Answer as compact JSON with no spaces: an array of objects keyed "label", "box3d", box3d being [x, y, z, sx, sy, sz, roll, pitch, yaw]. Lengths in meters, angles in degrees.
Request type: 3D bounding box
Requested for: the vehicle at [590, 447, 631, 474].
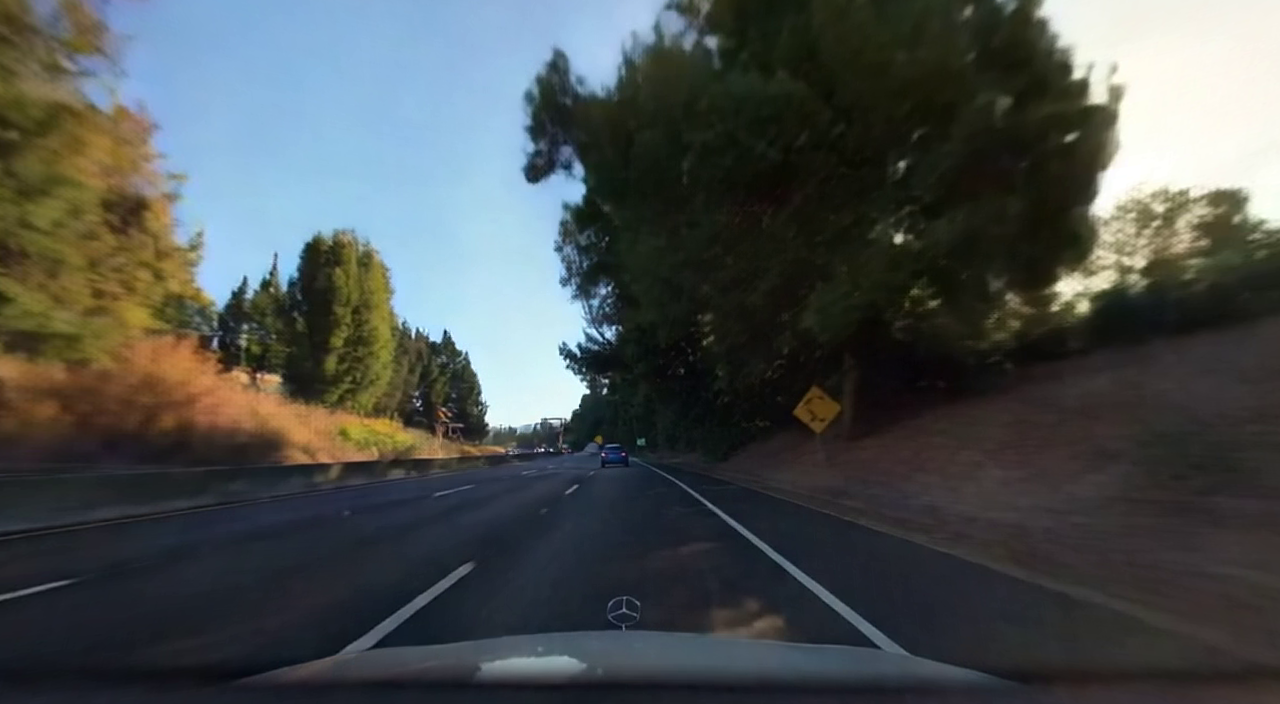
[{"label":"vehicle","box3d":[-1.603,6.187,36.092,2.126,1.411,4.433,0,-9,0]}]
